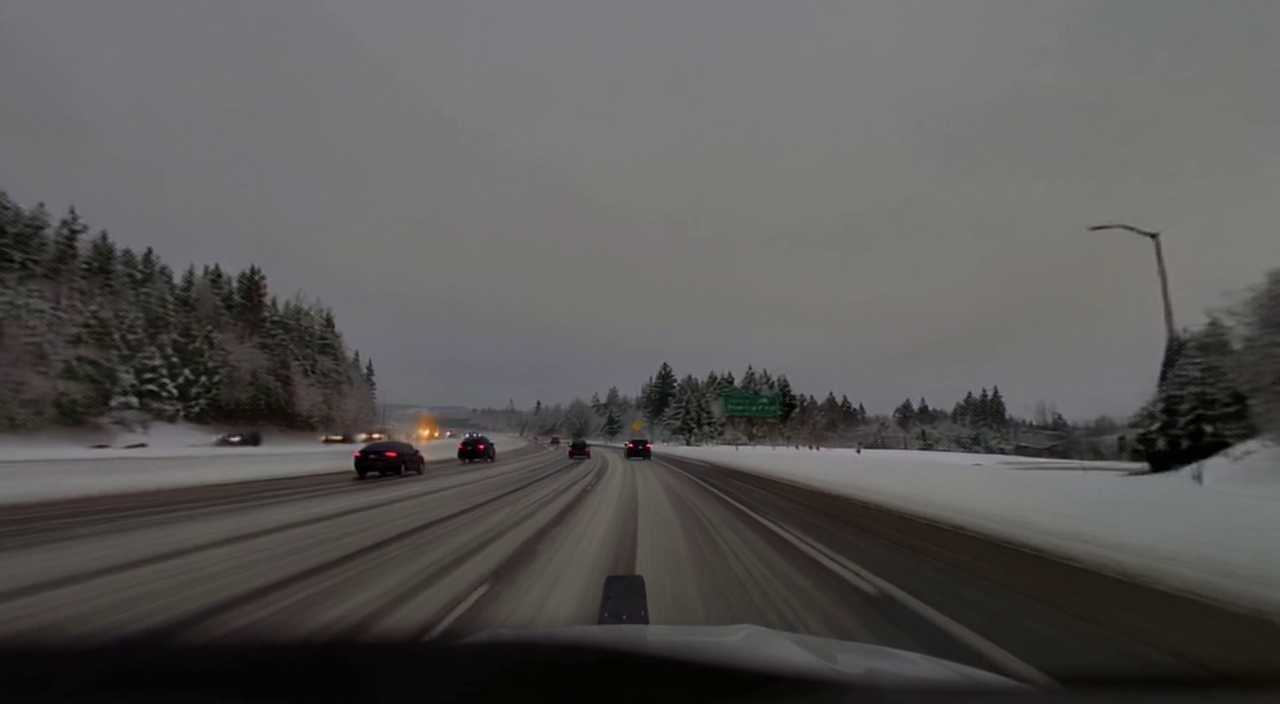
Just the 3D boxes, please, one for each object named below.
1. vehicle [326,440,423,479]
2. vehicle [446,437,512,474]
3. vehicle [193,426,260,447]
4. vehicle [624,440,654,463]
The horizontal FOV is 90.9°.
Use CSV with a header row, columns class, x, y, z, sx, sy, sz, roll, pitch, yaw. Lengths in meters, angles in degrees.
class,x,y,z,sx,sy,sz,roll,pitch,yaw
vehicle,-11.115,4.509,26.840,1.935,1.474,5.033,0,-8,0
vehicle,-7.529,4.861,29.899,2.086,1.628,4.039,0,-8,-1
vehicle,-30.863,6.346,47.266,1.861,1.520,4.575,0,-8,1
vehicle,-0.128,6.503,41.382,1.881,1.460,3.694,0,-8,-1
